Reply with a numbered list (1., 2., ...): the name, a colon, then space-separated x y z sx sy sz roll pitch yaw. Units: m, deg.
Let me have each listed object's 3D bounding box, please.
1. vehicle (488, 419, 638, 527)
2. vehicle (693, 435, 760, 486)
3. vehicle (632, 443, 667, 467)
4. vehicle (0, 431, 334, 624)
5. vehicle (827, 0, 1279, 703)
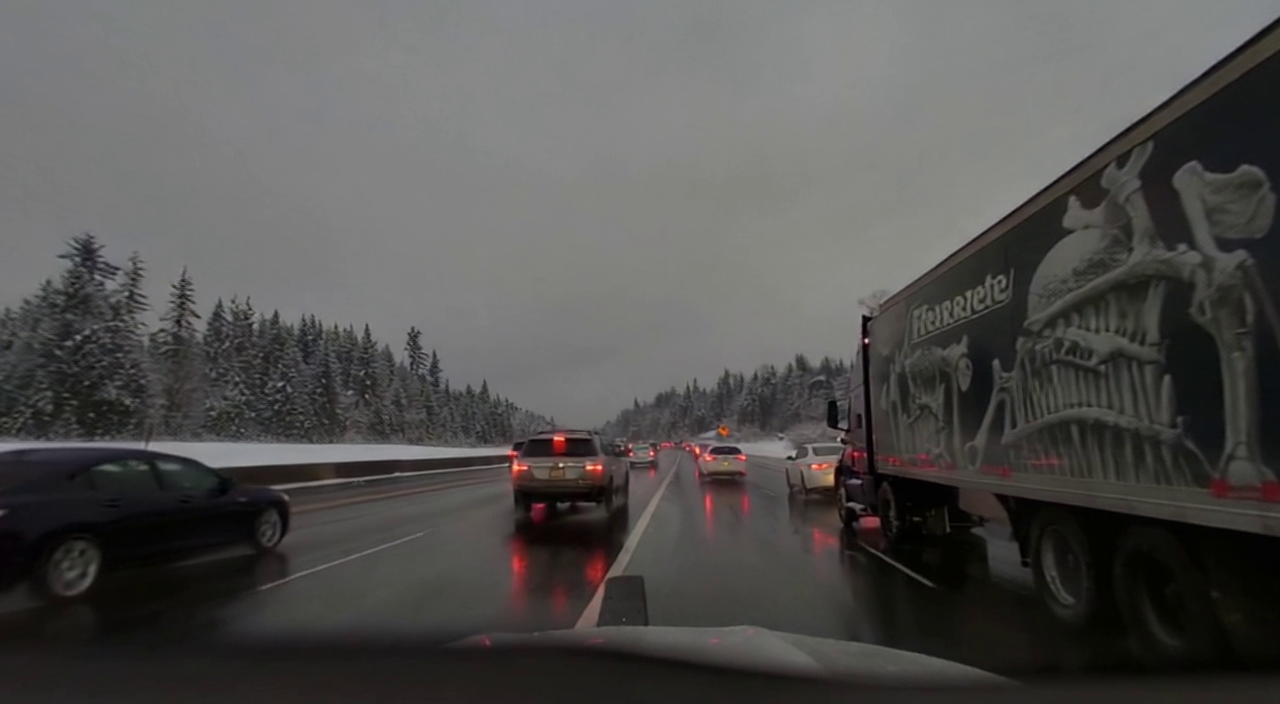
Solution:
1. vehicle: -1.328 2.399 13.109 2.153 1.805 4.631 -1 -8 5
2. vehicle: 3.087 3.964 23.454 2.156 1.701 4.494 -1 -8 4
3. vehicle: 0.674 6.740 41.397 2.036 1.441 4.253 -1 -8 5
4. vehicle: -5.667 1.616 6.728 1.965 1.443 4.968 -1 -8 5
5. vehicle: 4.307 0.603 5.598 2.987 3.212 9.311 -1 -8 4
